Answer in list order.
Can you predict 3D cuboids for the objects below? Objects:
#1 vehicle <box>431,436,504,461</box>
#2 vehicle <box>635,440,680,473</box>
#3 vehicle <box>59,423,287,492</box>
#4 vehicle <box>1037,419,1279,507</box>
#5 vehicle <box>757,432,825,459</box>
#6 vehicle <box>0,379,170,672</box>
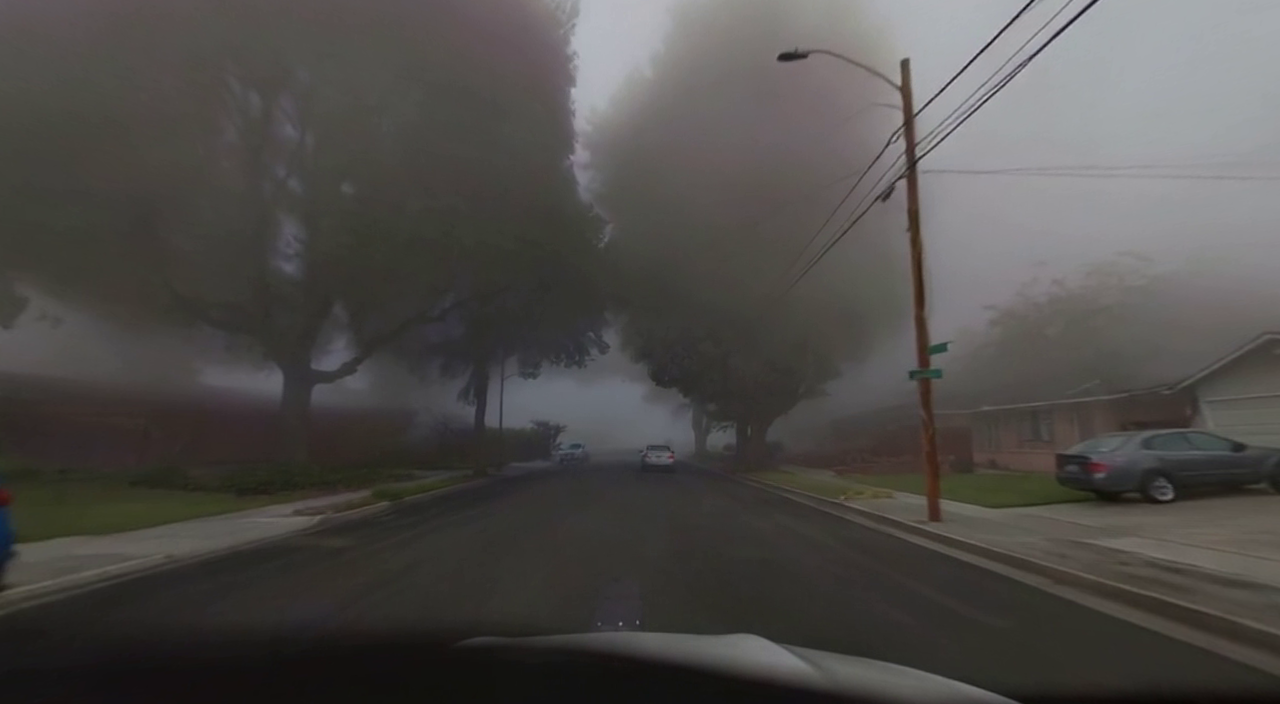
[{"bbox_3d":[-13.029,7.312,47.896,4.909,1.869,2.007,-1,-9,5],"label":"vehicle"},{"bbox_3d":[0.747,4.959,30.198,2.000,1.449,4.006,0,-8,-1],"label":"vehicle"},{"bbox_3d":[-12.949,2.950,17.786,4.765,1.791,1.941,0,-9,-1],"label":"vehicle"},{"bbox_3d":[11.096,2.205,12.932,4.592,1.489,1.919,-2,-8,-1],"label":"vehicle"},{"bbox_3d":[10.005,6.245,42.141,4.009,1.747,1.839,0,-9,0],"label":"vehicle"},{"bbox_3d":[-5.108,0.983,2.936,2.126,1.816,4.796,-3,-8,1],"label":"vehicle"}]
